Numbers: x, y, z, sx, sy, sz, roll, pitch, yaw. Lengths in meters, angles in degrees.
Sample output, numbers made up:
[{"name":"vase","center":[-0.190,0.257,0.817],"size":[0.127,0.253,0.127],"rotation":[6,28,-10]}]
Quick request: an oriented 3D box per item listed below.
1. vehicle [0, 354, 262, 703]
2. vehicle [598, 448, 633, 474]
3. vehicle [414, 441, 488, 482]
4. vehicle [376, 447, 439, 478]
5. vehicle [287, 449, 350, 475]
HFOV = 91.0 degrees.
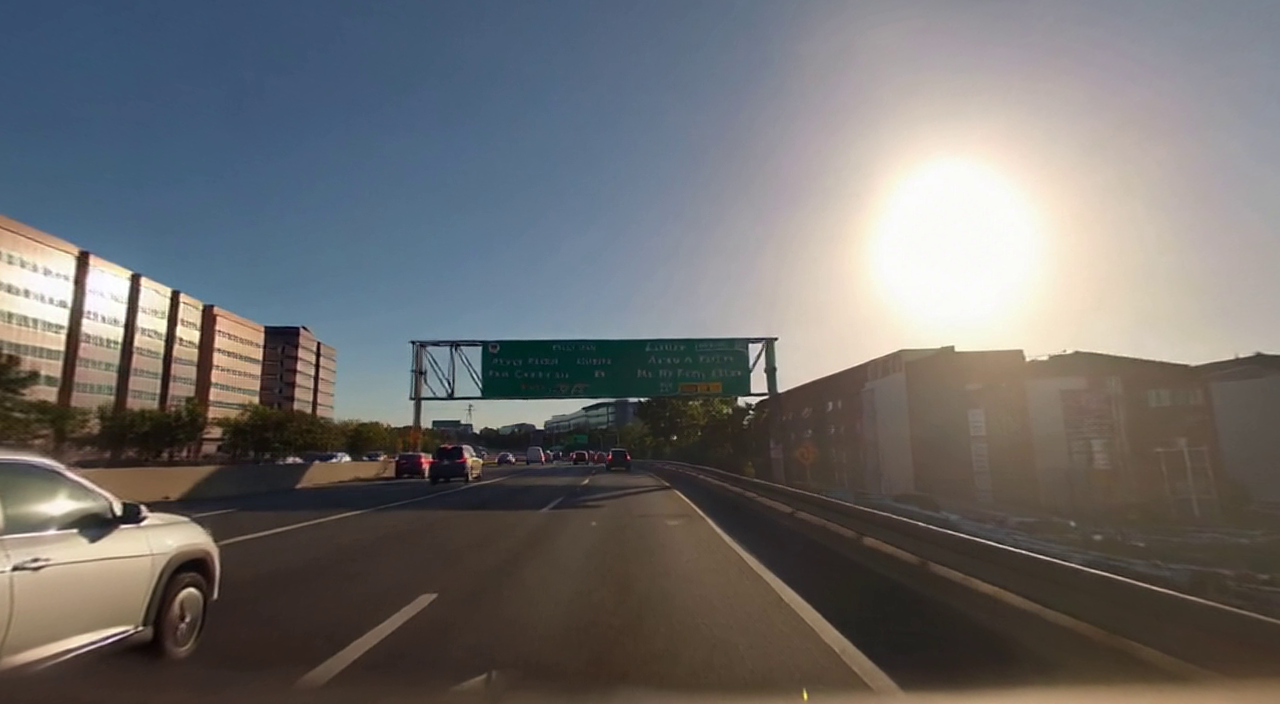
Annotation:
[{"name":"vehicle","center":[-3.686,0.791,2.028],"size":[2.036,1.717,4.592],"rotation":[0,-8,0]},{"name":"vehicle","center":[-1.559,6.826,39.808],"size":[2.110,1.501,4.319],"rotation":[0,-8,-2]},{"name":"vehicle","center":[-8.452,4.924,28.608],"size":[2.065,1.689,4.399],"rotation":[0,-8,-1]},{"name":"vehicle","center":[-12.336,5.870,33.655],"size":[1.936,1.501,3.900],"rotation":[0,-8,-1]},{"name":"vehicle","center":[-21.617,7.358,42.545],"size":[1.928,1.610,4.484],"rotation":[0,-8,-2]}]
